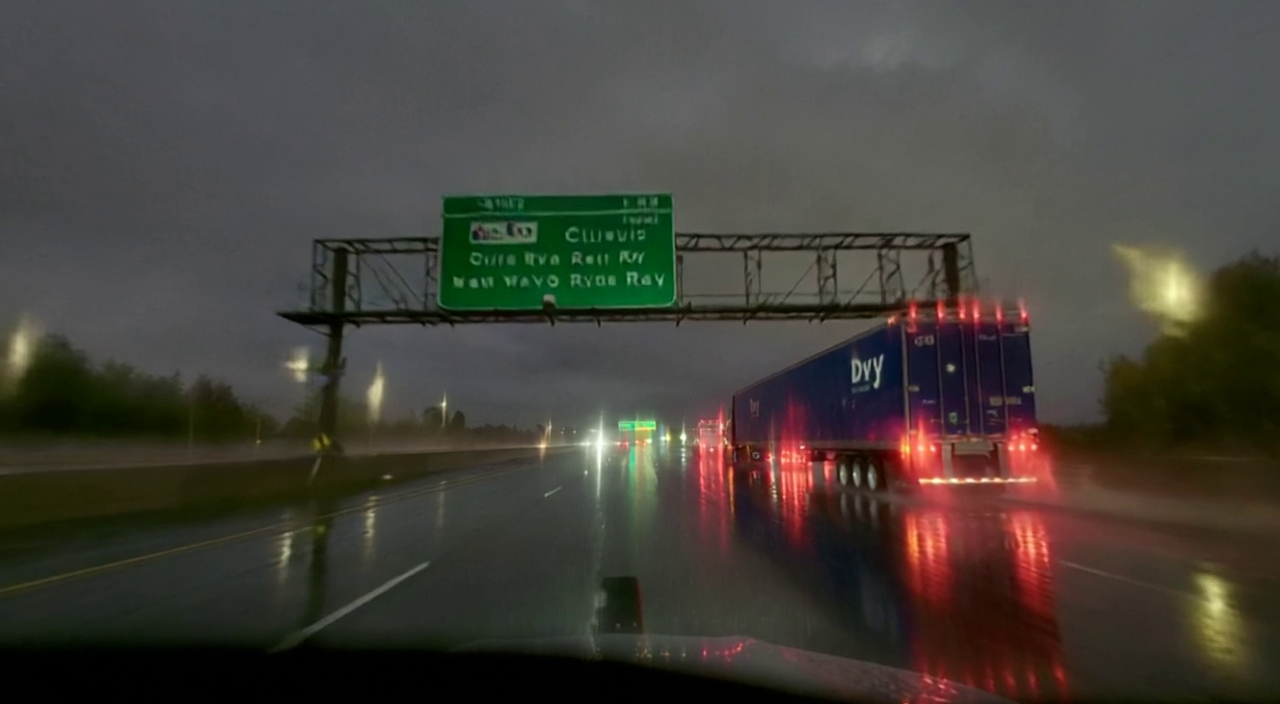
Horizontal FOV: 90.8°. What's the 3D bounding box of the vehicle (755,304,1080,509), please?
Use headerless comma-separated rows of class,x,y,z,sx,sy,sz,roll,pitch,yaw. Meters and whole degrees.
vehicle,6.764,2.174,20.238,2.962,3.947,16.241,0,-8,-1
